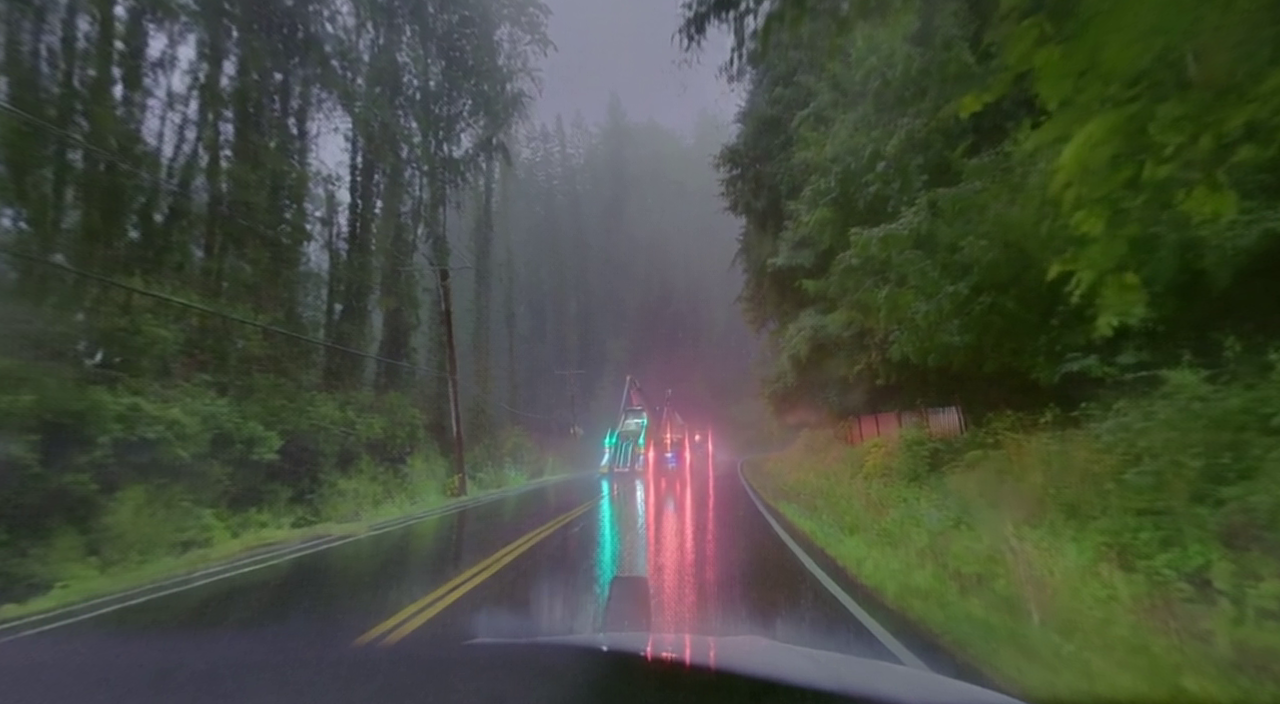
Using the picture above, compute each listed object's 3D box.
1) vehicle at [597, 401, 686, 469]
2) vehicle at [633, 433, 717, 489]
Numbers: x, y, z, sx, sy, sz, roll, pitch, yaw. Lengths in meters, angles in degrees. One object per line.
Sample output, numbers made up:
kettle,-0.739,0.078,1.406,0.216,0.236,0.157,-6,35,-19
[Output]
vehicle,0.312,6.023,44.674,4.788,4.368,6.529,-2,-11,14
vehicle,1.097,3.208,18.853,2.196,1.465,4.294,-1,-8,5
